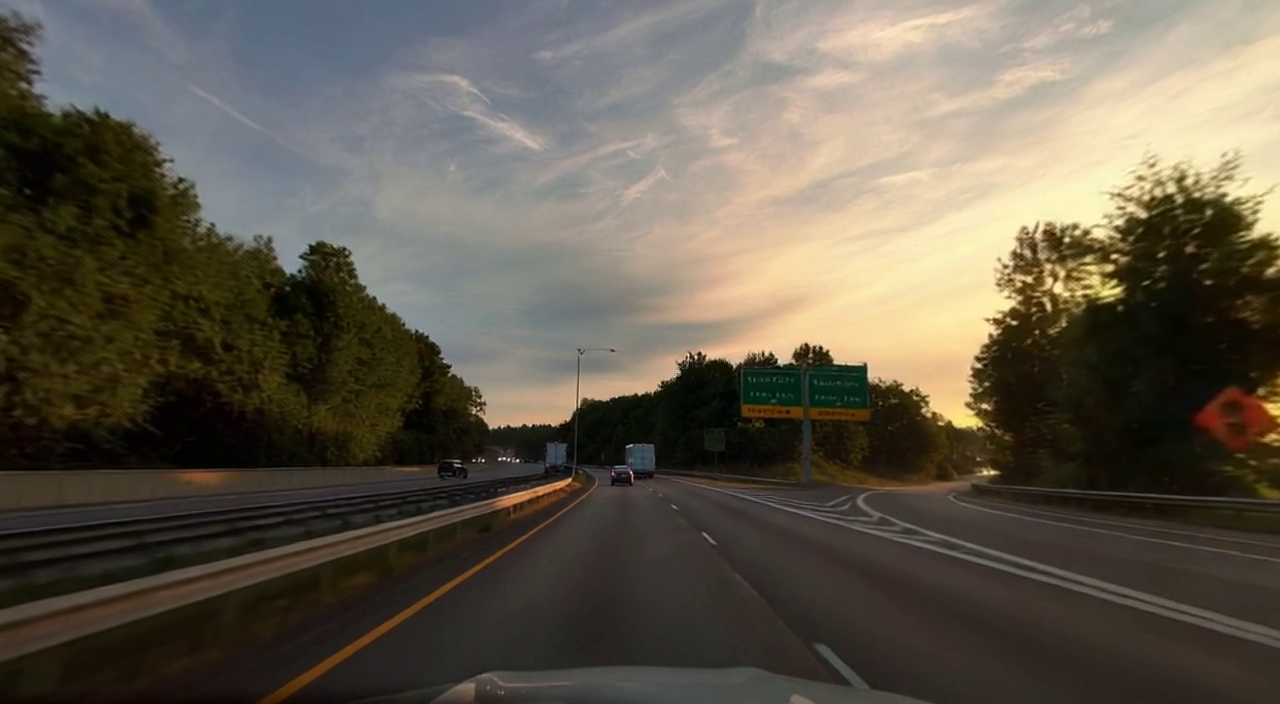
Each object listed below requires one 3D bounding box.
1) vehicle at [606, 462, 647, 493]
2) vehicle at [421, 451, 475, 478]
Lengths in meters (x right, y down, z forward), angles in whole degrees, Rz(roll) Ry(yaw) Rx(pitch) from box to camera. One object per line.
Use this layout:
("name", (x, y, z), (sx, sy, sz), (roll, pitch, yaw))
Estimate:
("vehicle", (-0.712, 6.519, 32.961), (1.987, 1.467, 3.903), (1, -10, -2))
("vehicle", (-12.157, 7.187, 40.162), (1.952, 1.618, 4.859), (1, -10, -1))
